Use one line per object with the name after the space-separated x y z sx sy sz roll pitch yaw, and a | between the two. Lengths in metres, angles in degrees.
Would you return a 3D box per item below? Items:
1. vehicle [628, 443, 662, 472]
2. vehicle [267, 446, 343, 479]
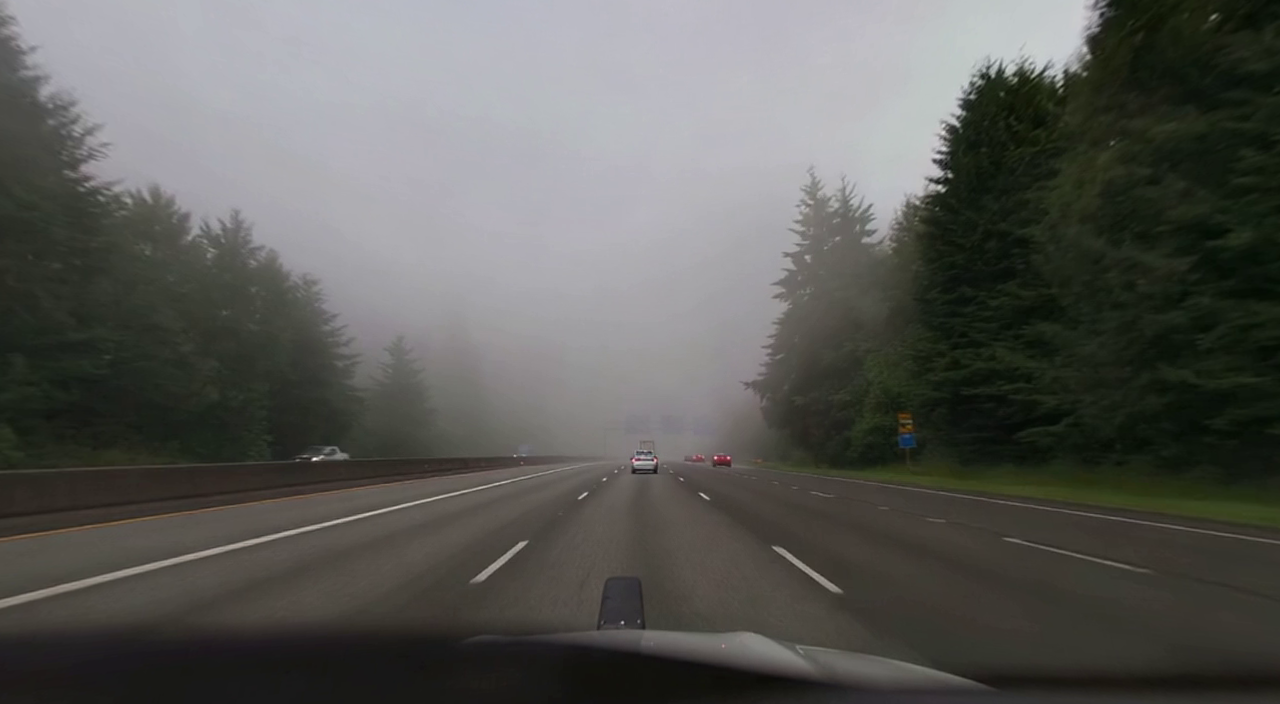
0.319 7.096 42.403 2.167 1.847 4.097 0 -9 0 | vehicle
-22.015 7.272 41.696 2.304 2.014 4.802 0 -9 1 | vehicle
